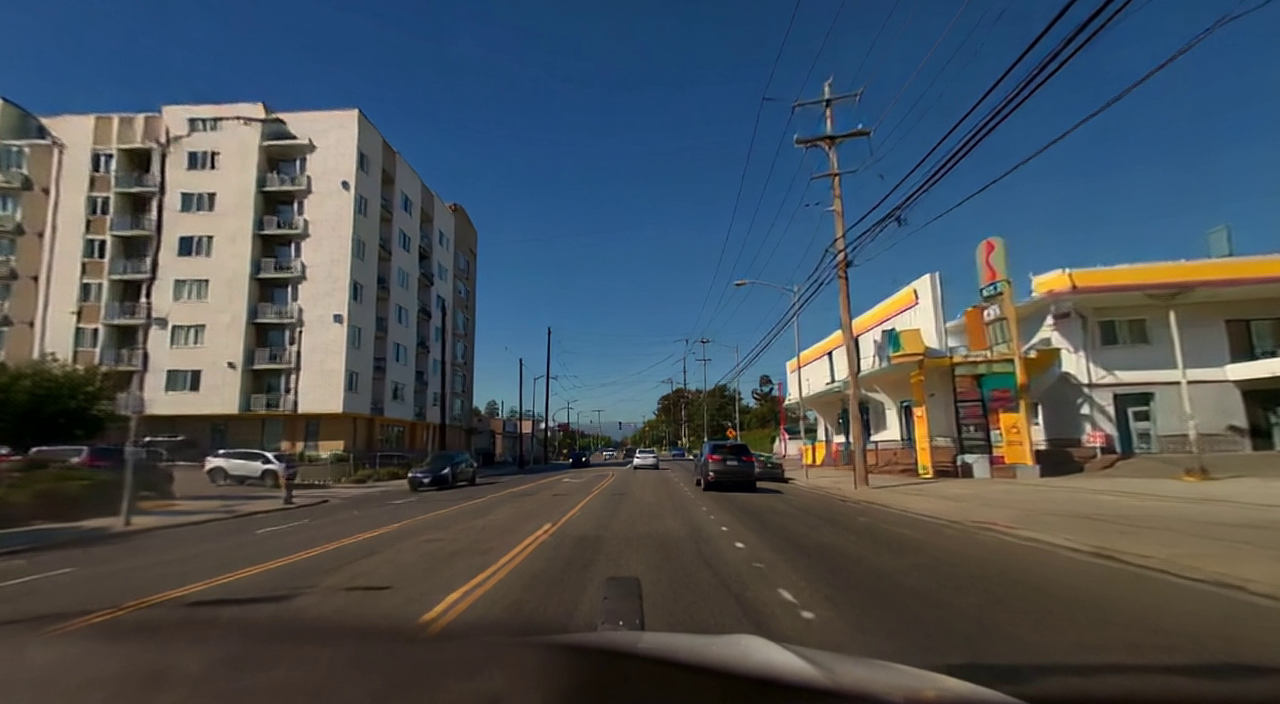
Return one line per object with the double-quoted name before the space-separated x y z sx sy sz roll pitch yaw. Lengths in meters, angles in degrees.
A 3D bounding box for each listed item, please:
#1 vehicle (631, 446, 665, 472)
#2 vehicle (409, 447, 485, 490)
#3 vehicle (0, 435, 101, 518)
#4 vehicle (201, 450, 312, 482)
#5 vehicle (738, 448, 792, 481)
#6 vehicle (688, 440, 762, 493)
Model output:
"vehicle" 0.553 6.642 39.329 1.999 1.487 3.939 -1 -8 2
"vehicle" -8.808 5.301 29.218 2.000 1.796 4.529 0 -8 1
"vehicle" -17.606 3.329 16.921 4.591 1.852 2.241 -3 -3 5
"vehicle" -18.436 5.479 30.514 4.182 1.486 1.808 0 -8 1
"vehicle" 6.240 5.632 32.006 1.914 1.513 4.474 0 -8 1
"vehicle" 2.889 3.972 22.308 1.945 1.647 4.160 0 -8 -1
